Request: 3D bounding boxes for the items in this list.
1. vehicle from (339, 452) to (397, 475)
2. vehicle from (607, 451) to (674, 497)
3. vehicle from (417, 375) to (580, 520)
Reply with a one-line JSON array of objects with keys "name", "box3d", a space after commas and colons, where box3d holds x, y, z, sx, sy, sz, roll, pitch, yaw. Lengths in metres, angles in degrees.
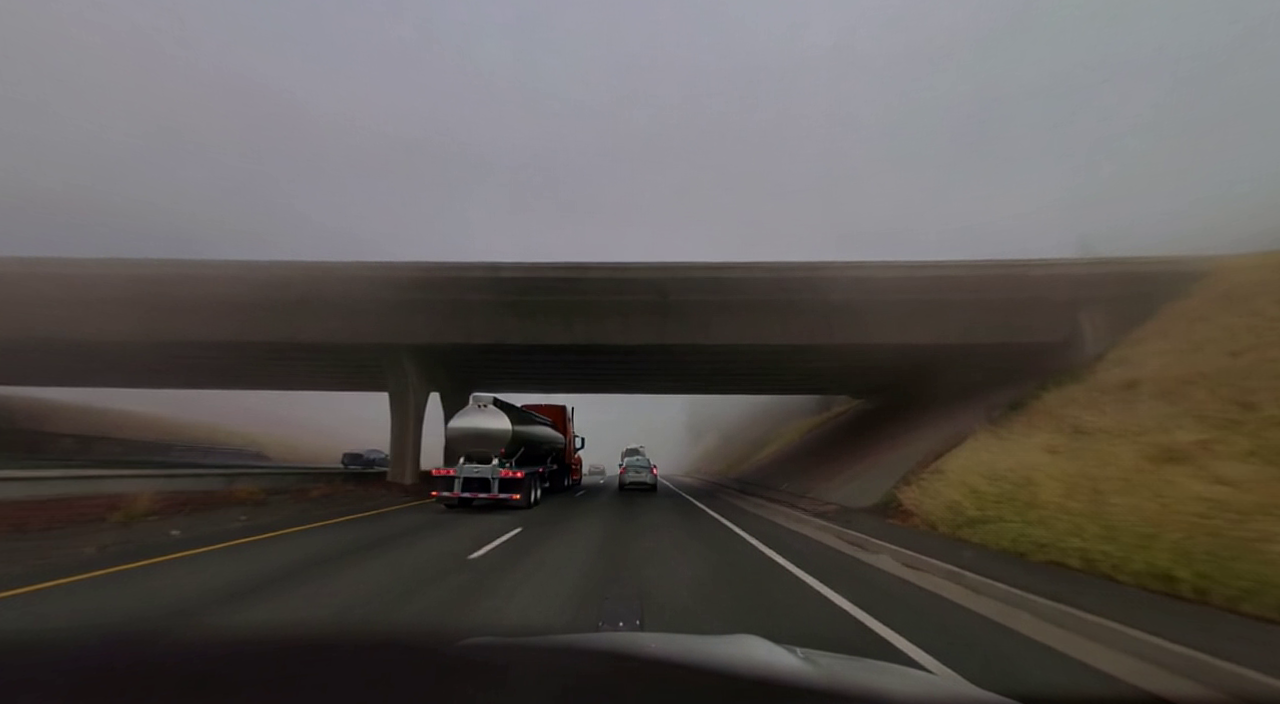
[{"name": "vehicle", "box3d": [-19.220, 7.853, 44.839, 1.929, 1.523, 4.108, -1, -9, 6]}, {"name": "vehicle", "box3d": [-0.021, 4.364, 23.069, 2.215, 1.481, 4.246, 0, -9, -1]}, {"name": "vehicle", "box3d": [-4.180, 3.453, 22.966, 2.896, 3.563, 14.643, 0, -9, -1]}]
